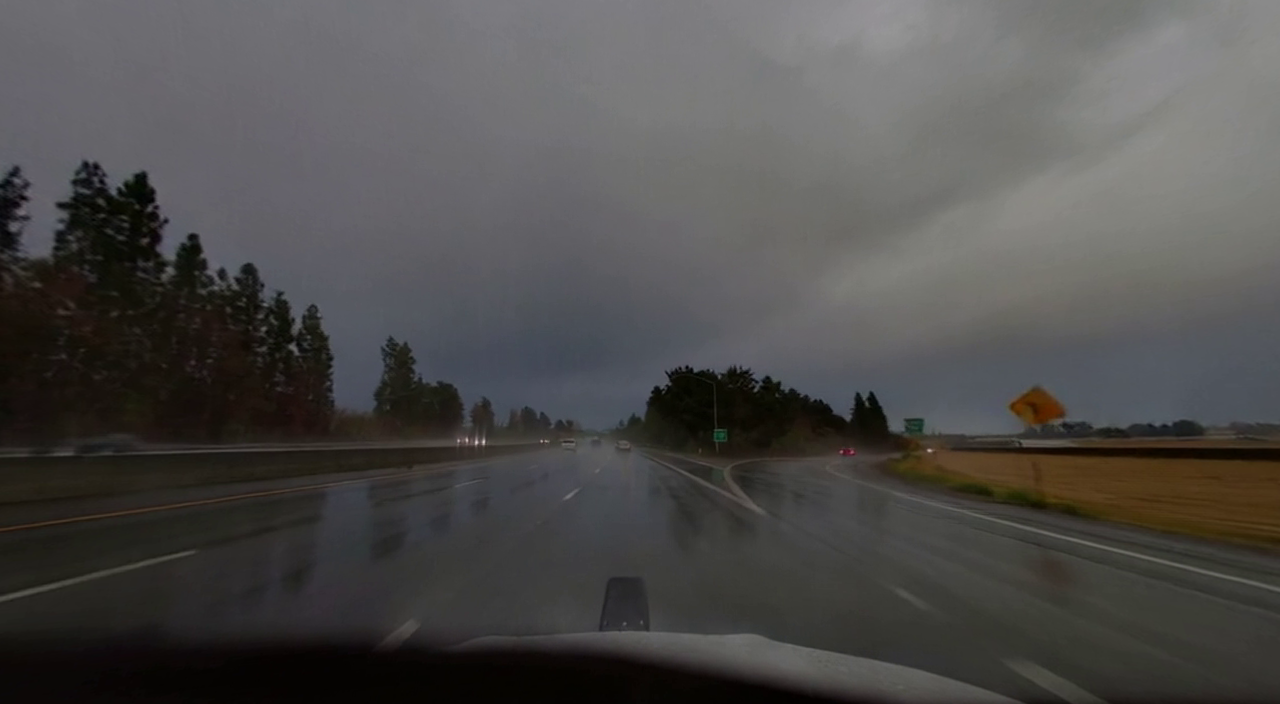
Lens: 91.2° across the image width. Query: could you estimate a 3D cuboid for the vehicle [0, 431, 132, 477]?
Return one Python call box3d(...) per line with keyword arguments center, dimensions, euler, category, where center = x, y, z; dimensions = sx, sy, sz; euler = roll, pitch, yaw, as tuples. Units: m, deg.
box3d(center=(-21.903, 3.781, 23.487), dimensions=(1.872, 1.515, 4.774), euler=(0, -8, -1), category="vehicle")
